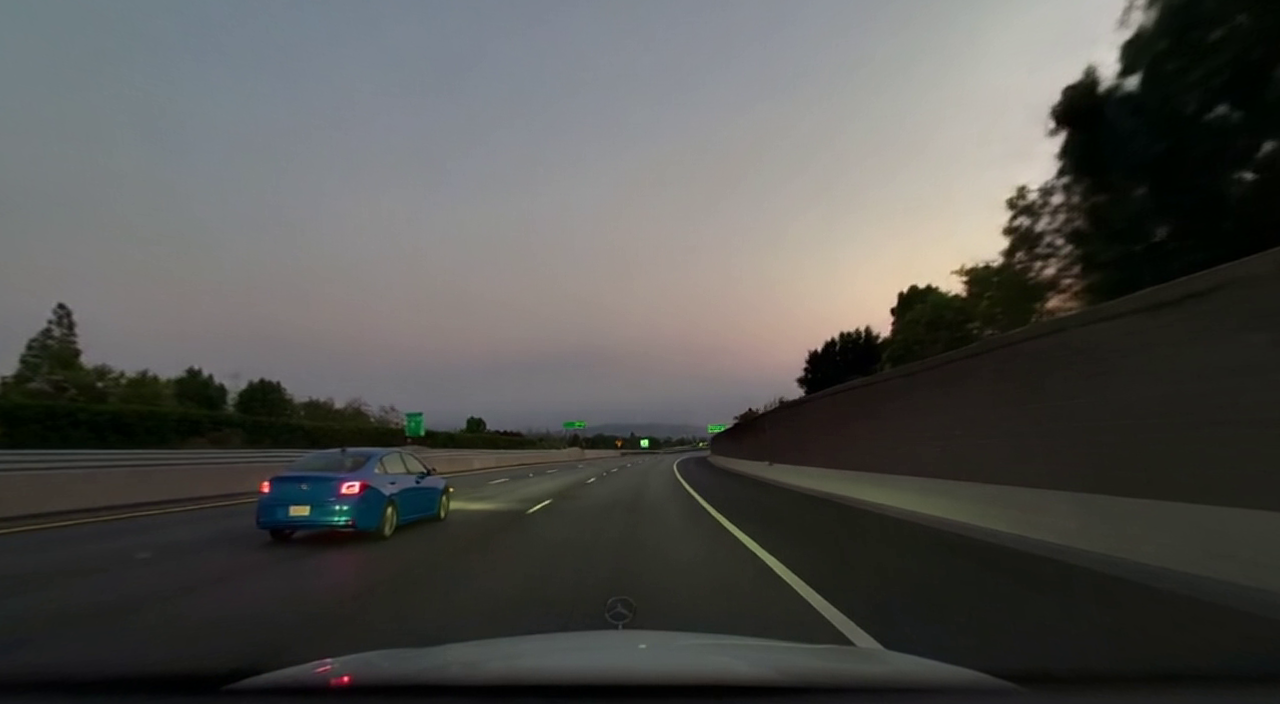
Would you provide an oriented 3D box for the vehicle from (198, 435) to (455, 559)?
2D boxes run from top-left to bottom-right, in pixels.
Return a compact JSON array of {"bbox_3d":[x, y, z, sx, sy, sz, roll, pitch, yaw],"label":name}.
[{"bbox_3d":[-4.408,2.072,9.670,1.928,1.504,3.745,0,-9,1],"label":"vehicle"}]
